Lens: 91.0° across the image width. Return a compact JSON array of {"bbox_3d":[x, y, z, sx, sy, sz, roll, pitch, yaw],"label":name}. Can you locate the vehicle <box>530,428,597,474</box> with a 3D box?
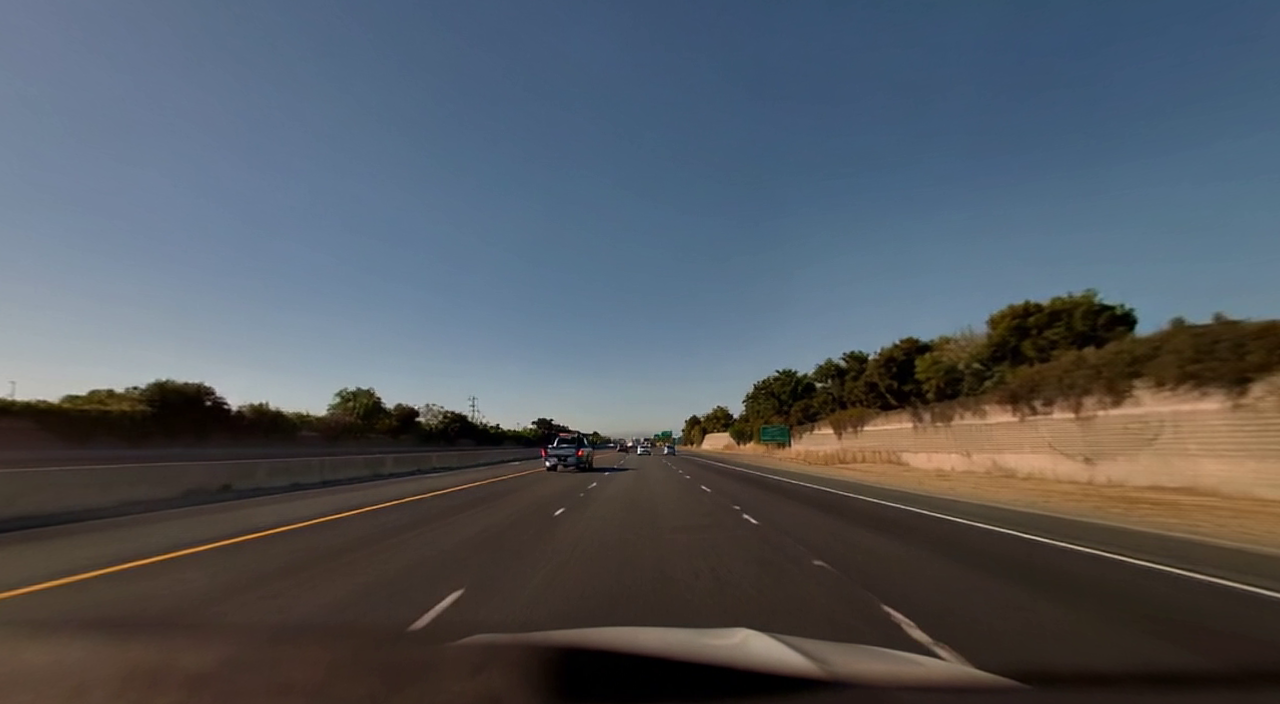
[{"bbox_3d":[-3.425,4.616,29.501,2.379,1.918,5.504,0,-8,1],"label":"vehicle"}]
